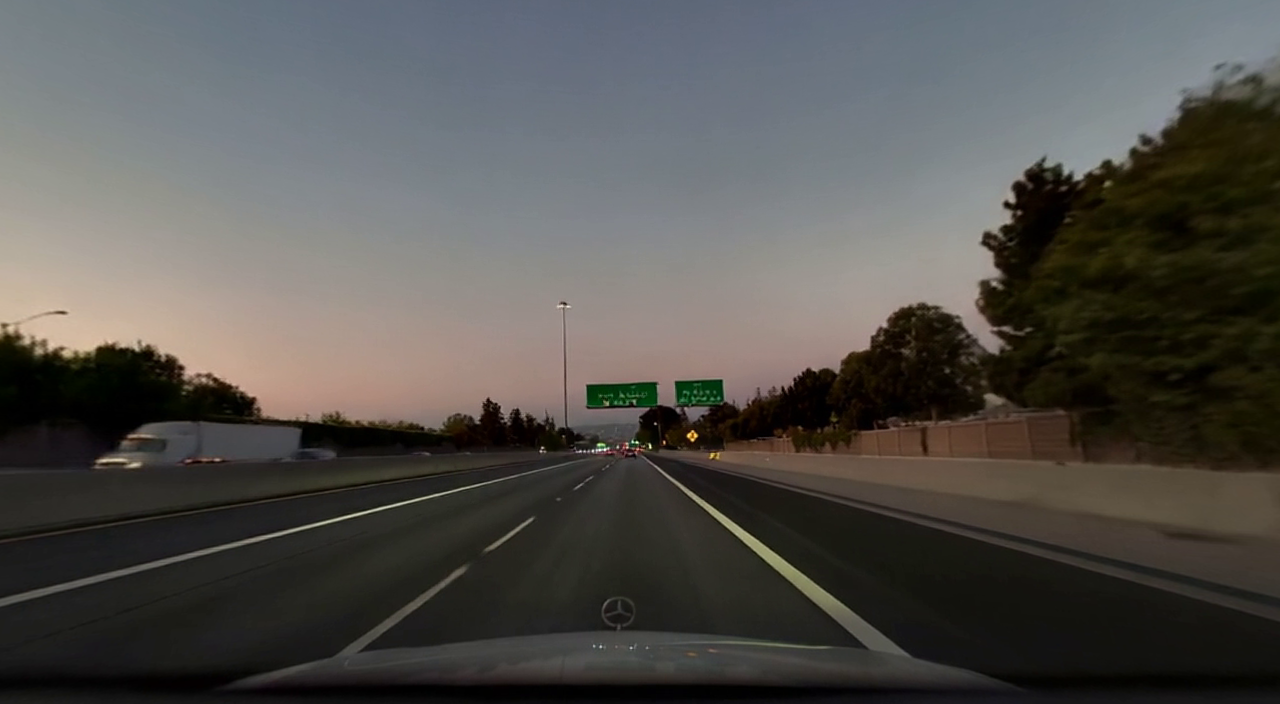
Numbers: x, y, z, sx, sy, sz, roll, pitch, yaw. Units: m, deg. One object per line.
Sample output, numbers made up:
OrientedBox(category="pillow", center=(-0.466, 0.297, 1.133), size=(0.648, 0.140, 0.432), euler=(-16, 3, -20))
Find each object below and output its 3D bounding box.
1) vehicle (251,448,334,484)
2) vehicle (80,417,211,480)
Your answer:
OrientedBox(category="vehicle", center=(-19.140, 6.266, 35.080), size=(1.896, 1.743, 4.697), euler=(0, -8, 0))
OrientedBox(category="vehicle", center=(-34.299, 6.742, 44.323), size=(3.001, 4.027, 7.439), euler=(0, -8, 0))
